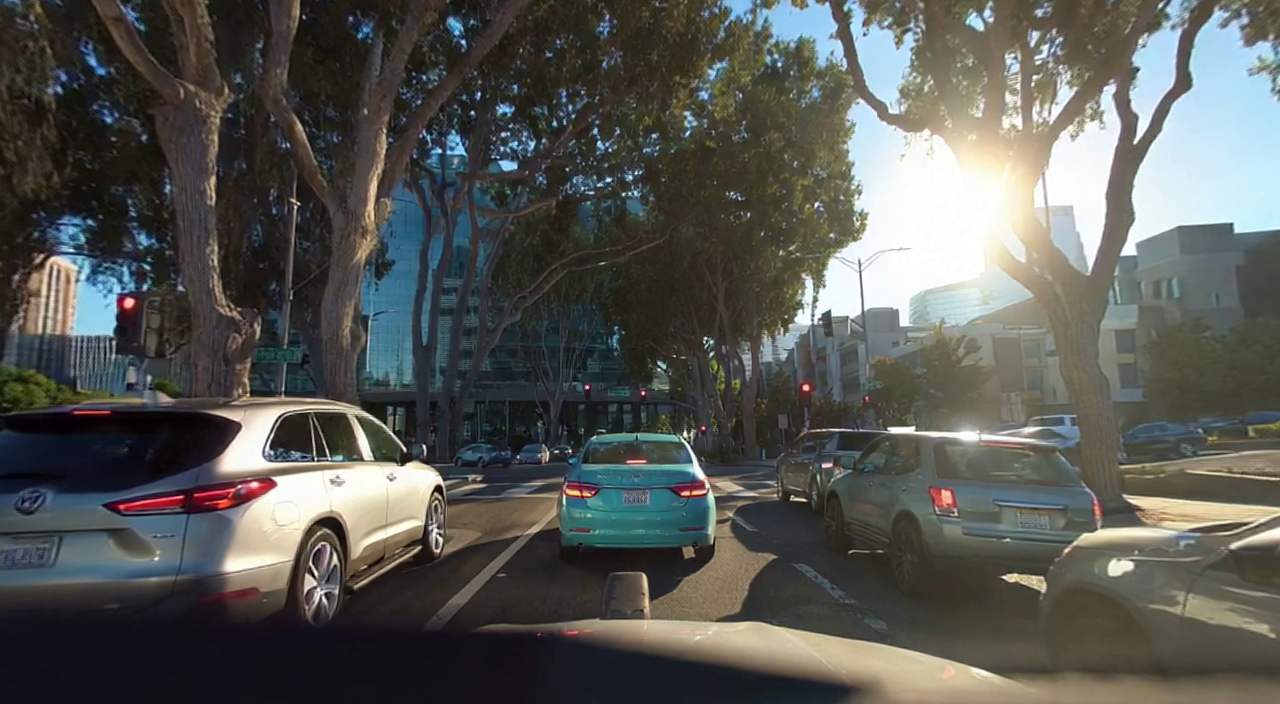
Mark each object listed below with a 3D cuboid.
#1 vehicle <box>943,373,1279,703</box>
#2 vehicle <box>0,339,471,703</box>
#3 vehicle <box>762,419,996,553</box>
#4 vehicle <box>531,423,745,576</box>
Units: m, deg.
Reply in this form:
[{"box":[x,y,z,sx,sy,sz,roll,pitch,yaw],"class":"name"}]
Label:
[{"box":[3.320,0.958,2.895,1.899,1.588,3.888,0,-8,0],"class":"vehicle"},{"box":[-3.140,1.157,5.116,2.168,1.750,4.625,-1,-8,1],"class":"vehicle"},{"box":[3.400,1.998,10.084,2.040,1.647,4.379,0,-8,1],"class":"vehicle"},{"box":[-0.029,1.785,8.387,2.147,1.507,3.953,0,-8,0],"class":"vehicle"}]
